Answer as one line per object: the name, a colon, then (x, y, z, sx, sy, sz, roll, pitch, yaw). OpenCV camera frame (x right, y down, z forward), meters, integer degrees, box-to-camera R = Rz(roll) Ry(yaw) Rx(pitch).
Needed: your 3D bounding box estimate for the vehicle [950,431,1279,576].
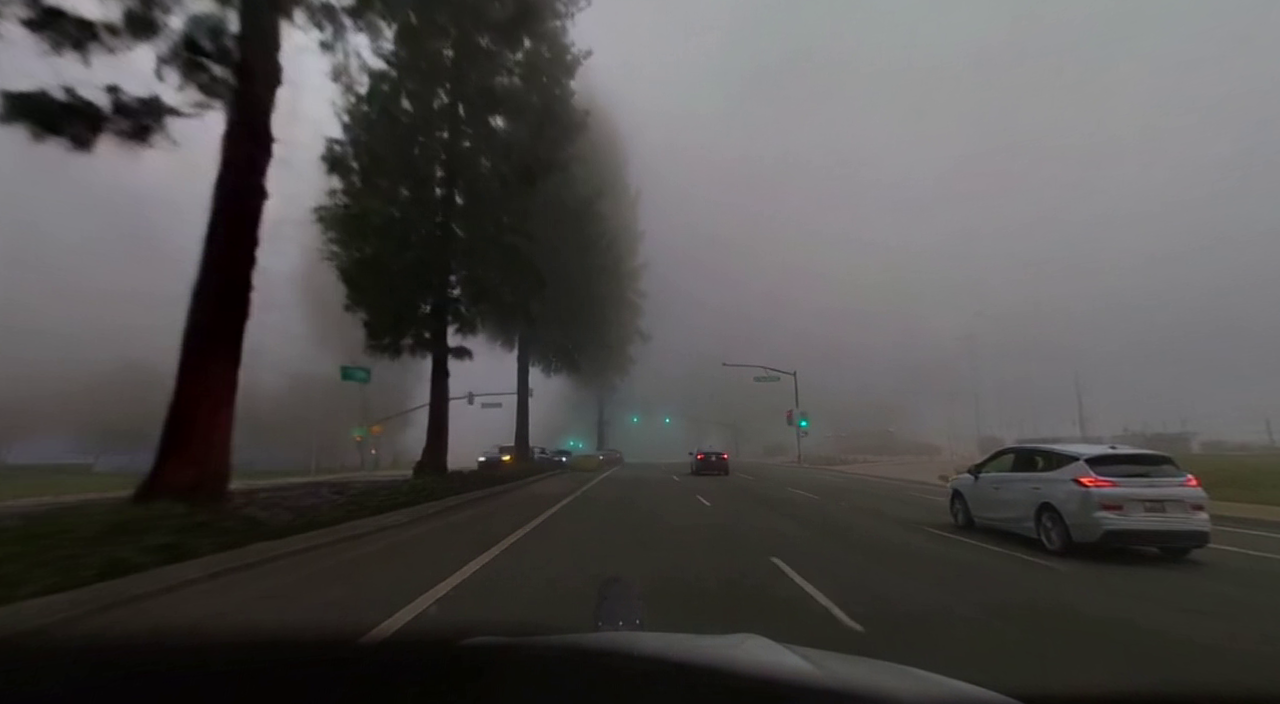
vehicle: (6.730, 2.052, 9.386, 2.000, 1.618, 4.238, 0, -9, -1)

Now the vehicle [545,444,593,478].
vehicle: (-3.581, 5.584, 32.516, 1.948, 1.595, 4.256, 0, -9, 0)

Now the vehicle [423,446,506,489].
vehicle: (-6.650, 4.398, 24.439, 1.970, 1.483, 4.269, 0, -9, 0)

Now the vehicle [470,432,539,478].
vehicle: (-6.718, 5.213, 32.114, 2.141, 2.111, 5.940, 0, -9, 0)

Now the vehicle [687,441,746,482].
vehicle: (3.504, 5.127, 29.923, 2.095, 1.759, 4.862, 0, -9, -1)
